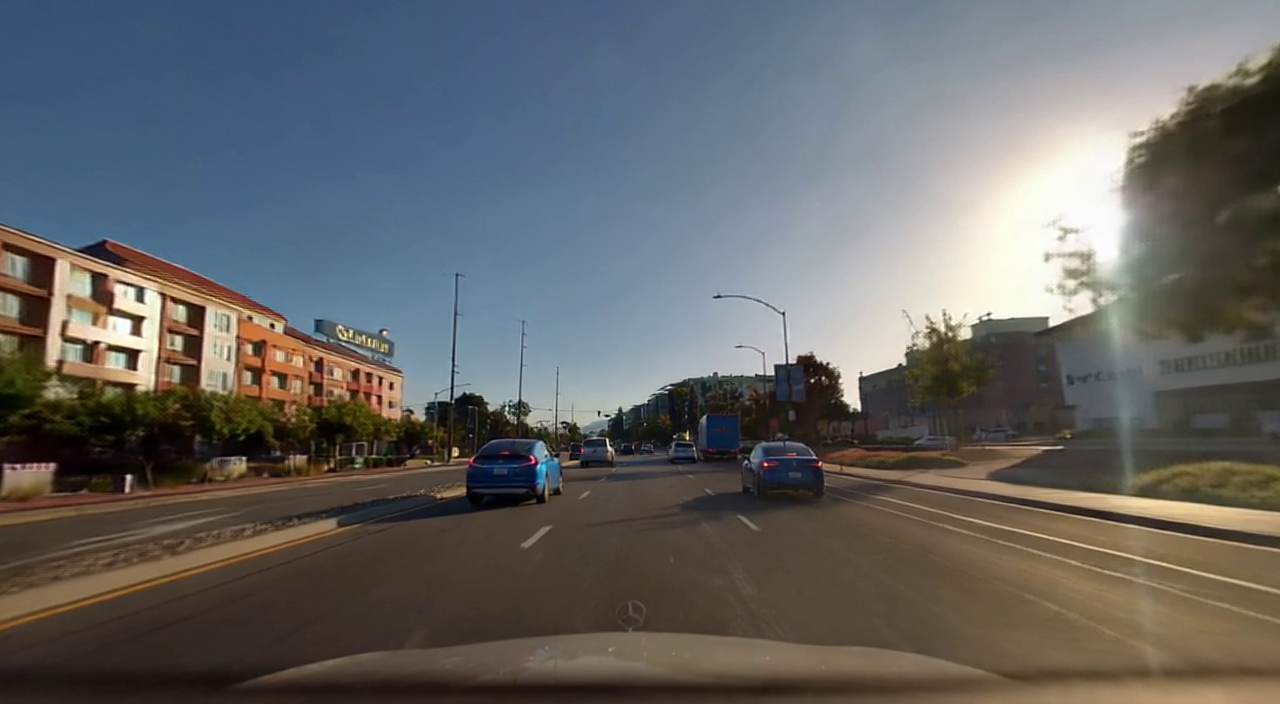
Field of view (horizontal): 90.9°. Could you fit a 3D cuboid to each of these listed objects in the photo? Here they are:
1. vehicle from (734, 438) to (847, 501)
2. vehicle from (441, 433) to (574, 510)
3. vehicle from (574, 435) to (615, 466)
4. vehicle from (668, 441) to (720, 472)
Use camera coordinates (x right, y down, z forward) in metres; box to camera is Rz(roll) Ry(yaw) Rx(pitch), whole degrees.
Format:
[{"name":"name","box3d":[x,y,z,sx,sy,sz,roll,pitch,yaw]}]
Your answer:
[{"name":"vehicle","box3d":[3.831,3.059,16.832,1.972,1.452,4.189,0,-8,0]},{"name":"vehicle","box3d":[-2.855,2.684,14.693,2.003,1.509,4.396,0,-8,2]},{"name":"vehicle","box3d":[-2.694,6.029,38.662,2.137,1.796,4.304,0,-8,1]},{"name":"vehicle","box3d":[2.706,5.376,32.730,2.020,1.461,4.326,1,-8,-5]}]
